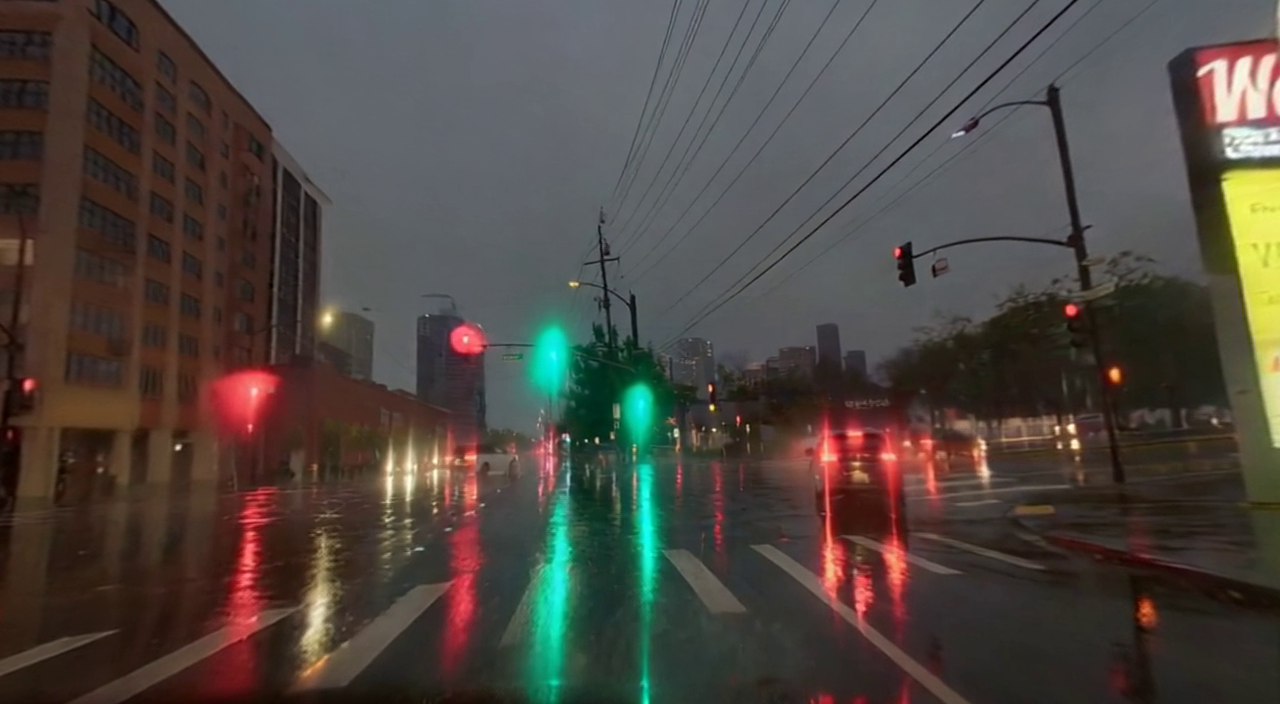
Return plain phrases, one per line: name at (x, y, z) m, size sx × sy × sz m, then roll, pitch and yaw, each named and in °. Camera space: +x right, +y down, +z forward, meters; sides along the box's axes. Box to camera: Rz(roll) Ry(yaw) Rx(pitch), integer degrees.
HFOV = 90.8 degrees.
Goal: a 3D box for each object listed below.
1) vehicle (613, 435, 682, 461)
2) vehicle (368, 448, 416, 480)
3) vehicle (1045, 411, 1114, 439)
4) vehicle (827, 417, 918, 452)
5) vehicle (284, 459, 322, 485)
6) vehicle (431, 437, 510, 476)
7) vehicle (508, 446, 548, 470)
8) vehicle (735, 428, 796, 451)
vehicle at (0.501, 6.675, 43.933) m, size 4.506 × 1.733 × 1.857 m, roll 2°, pitch -9°, yaw -16°
vehicle at (-12.537, 5.625, 32.113) m, size 2.036 × 1.443 × 4.429 m, roll 3°, pitch -9°, yaw -20°
vehicle at (34.200, 5.664, 49.165) m, size 5.209 × 1.774 × 2.210 m, roll -1°, pitch -5°, yaw -30°
vehicle at (12.466, 4.440, 33.789) m, size 4.474 × 1.788 × 2.039 m, roll 4°, pitch -10°, yaw -28°
vehicle at (-22.809, 8.055, 42.671) m, size 1.944 × 1.520 × 4.512 m, roll 5°, pitch -10°, yaw -30°
vehicle at (-7.426, 4.629, 28.130) m, size 2.166 × 1.579 × 4.300 m, roll -1°, pitch -8°, yaw 2°
vehicle at (-8.545, 8.011, 47.917) m, size 1.968 × 1.675 × 4.177 m, roll 4°, pitch -9°, yaw -25°
vehicle at (8.292, 5.858, 42.081) m, size 1.866 × 1.430 × 3.901 m, roll 5°, pitch -10°, yaw -30°
